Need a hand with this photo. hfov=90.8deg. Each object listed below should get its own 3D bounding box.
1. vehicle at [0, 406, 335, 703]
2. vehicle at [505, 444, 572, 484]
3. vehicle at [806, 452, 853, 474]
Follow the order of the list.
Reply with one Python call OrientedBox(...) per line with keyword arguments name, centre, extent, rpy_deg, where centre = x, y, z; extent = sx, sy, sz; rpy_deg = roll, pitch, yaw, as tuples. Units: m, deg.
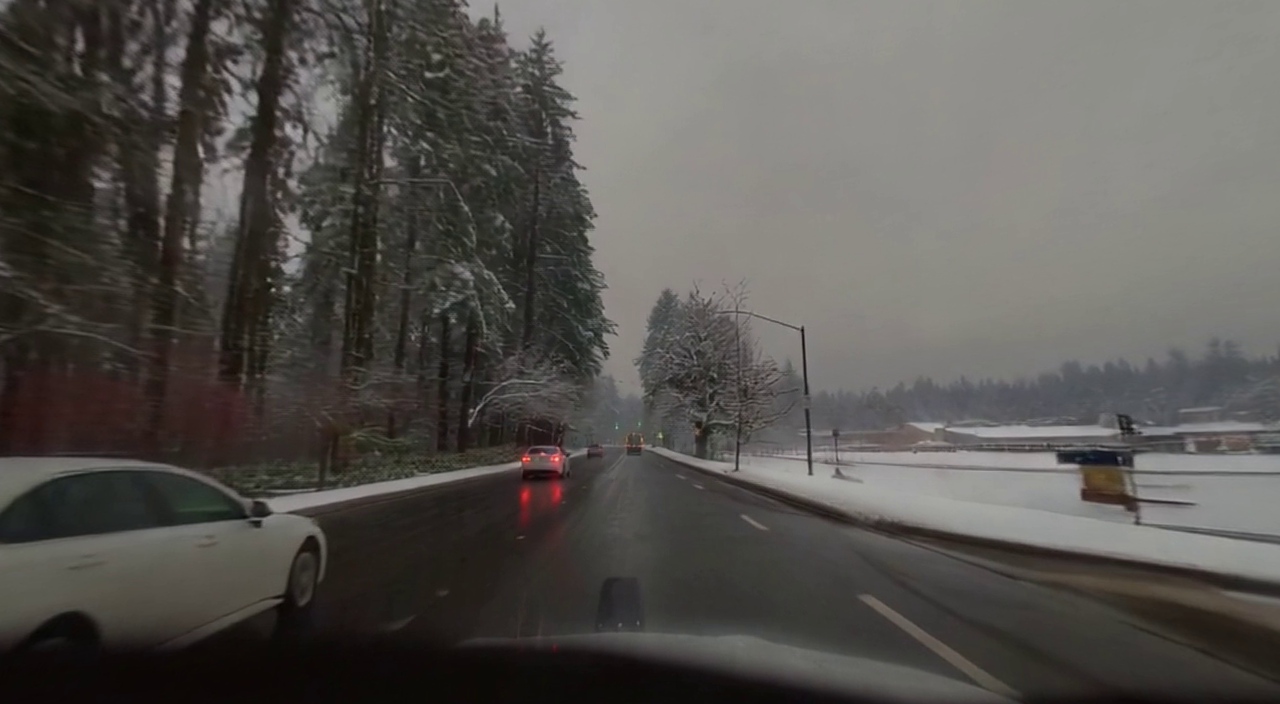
OrientedBox(name="vehicle", centre=(-3.573, 1.032, 2.957), extent=(2.106, 1.482, 4.312), rpy_deg=(0, -8, 0))
OrientedBox(name="vehicle", centre=(-3.989, 4.457, 25.599), extent=(1.968, 1.459, 4.433), rpy_deg=(0, -8, 0))
OrientedBox(name="vehicle", centre=(13.785, 8.084, 46.220), extent=(1.993, 1.412, 3.978), rpy_deg=(0, -8, -3))
